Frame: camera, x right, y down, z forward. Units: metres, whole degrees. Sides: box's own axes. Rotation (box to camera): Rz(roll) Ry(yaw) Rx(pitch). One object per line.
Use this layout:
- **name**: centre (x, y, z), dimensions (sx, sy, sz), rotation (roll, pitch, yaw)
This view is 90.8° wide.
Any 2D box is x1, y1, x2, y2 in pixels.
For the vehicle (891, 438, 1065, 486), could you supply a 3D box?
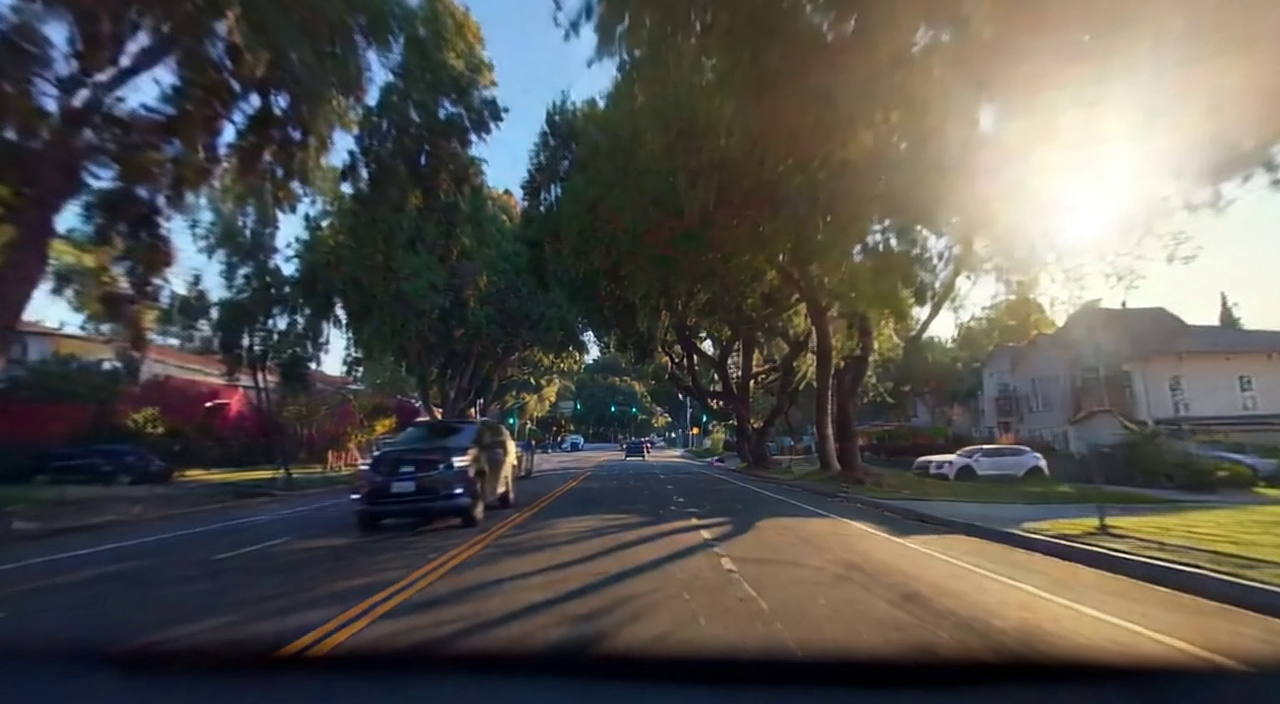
- **vehicle**: centre (11.052, 3.606, 20.900), dimensions (4.697, 1.462, 1.881), rotation (0, -8, -2)

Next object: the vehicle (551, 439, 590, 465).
- **vehicle**: centre (-4.565, 6.636, 42.024), dimensions (2.105, 1.663, 4.523), rotation (0, -9, -1)

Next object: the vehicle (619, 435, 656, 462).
- **vehicle**: centre (-0.121, 7.255, 47.585), dimensions (2.554, 1.902, 5.329), rotation (0, -9, 2)

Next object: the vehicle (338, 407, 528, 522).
- **vehicle**: centre (-4.162, 2.405, 13.982), dimensions (2.429, 1.953, 5.345), rotation (-2, -9, 0)
